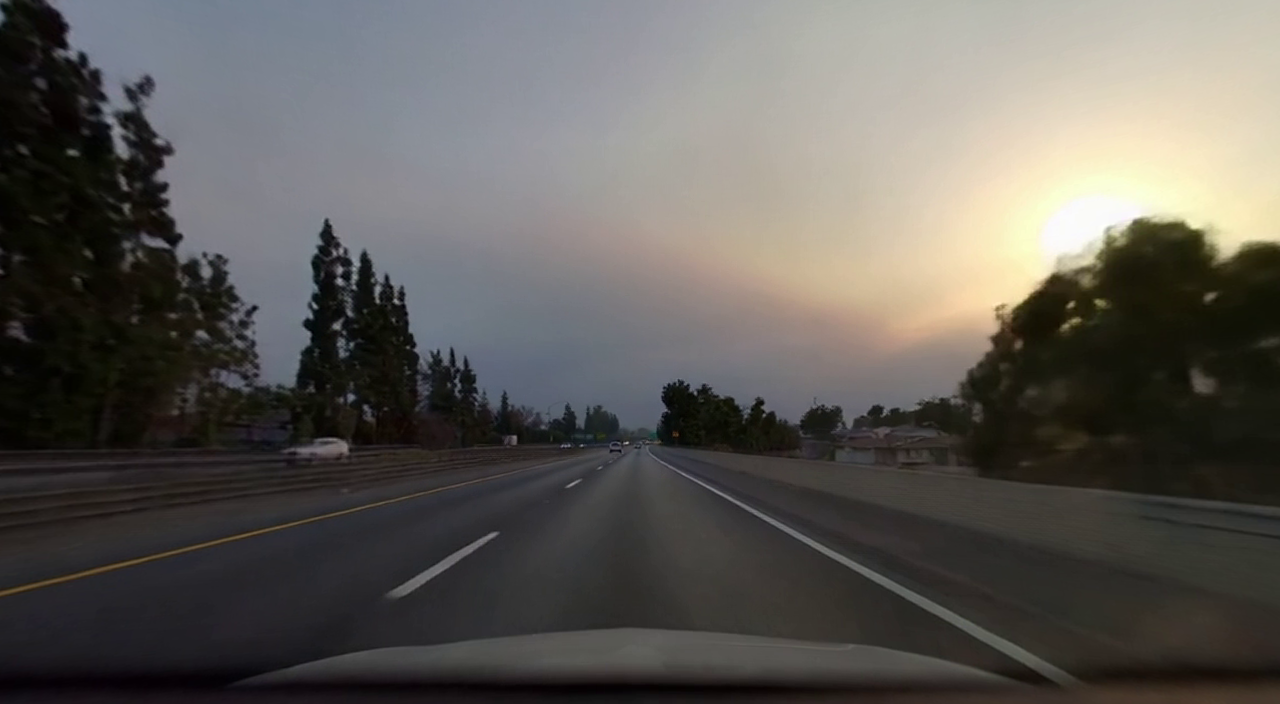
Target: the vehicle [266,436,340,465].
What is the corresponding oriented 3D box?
[{"bbox_3d":[-25.604,7.504,48.197,2.319,2.056,5.913,0,-8,0],"label":"vehicle"}]
